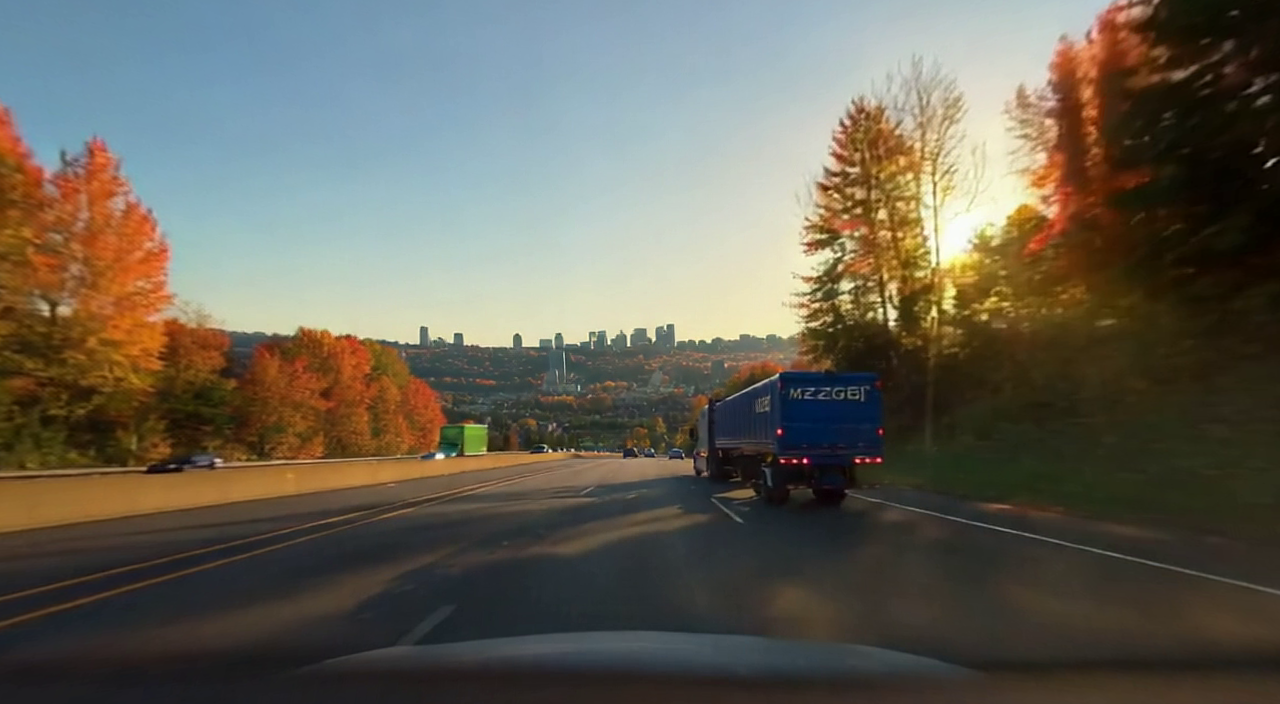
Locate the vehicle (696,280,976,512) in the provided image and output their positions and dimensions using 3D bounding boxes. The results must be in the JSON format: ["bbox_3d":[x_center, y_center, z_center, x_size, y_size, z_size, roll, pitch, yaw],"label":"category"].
[{"bbox_3d":[3.954,1.957,18.815,3.003,3.880,16.814,0,-9,0],"label":"vehicle"}]

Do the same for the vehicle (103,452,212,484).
[{"bbox_3d":[-25.616,6.132,33.517,1.861,1.498,4.579,-3,-9,7],"label":"vehicle"}]
